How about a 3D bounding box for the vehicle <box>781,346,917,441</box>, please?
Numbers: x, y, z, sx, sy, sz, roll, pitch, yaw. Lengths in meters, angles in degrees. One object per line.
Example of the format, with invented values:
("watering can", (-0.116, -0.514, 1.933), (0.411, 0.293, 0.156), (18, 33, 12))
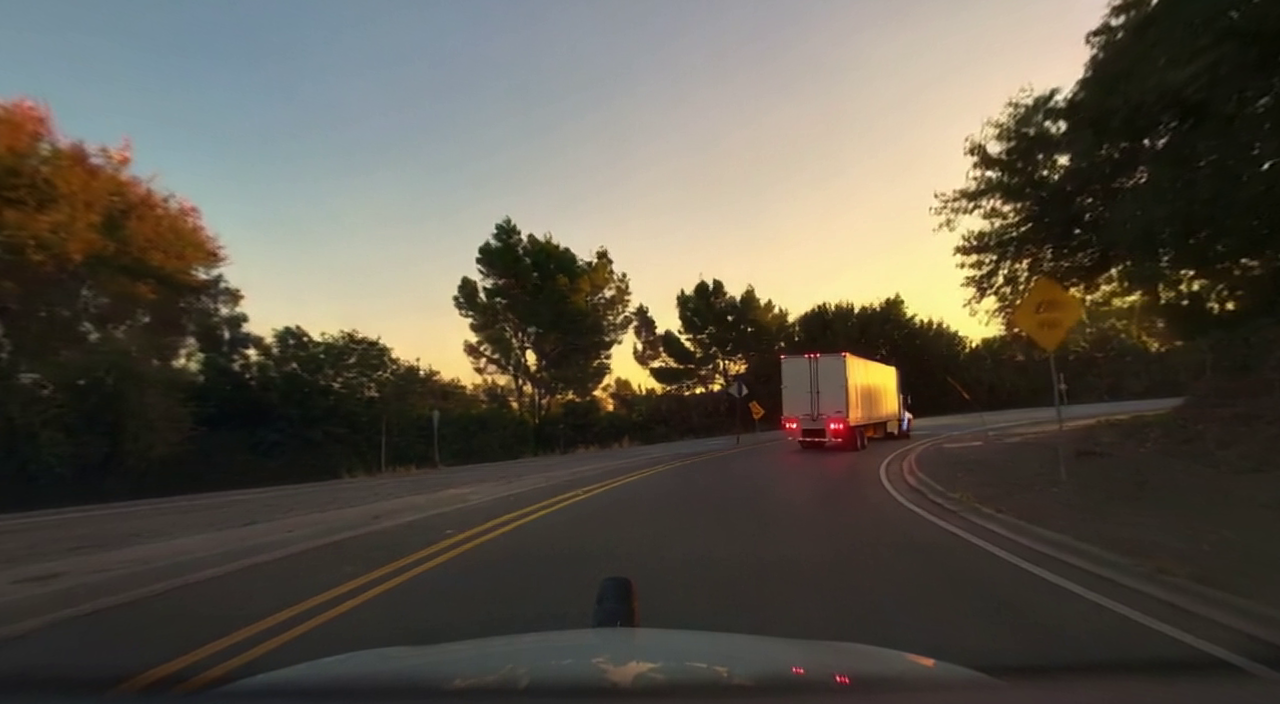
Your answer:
("vehicle", (10.083, 2.300, 29.327), (2.837, 3.712, 10.484), (-6, -10, 35))
